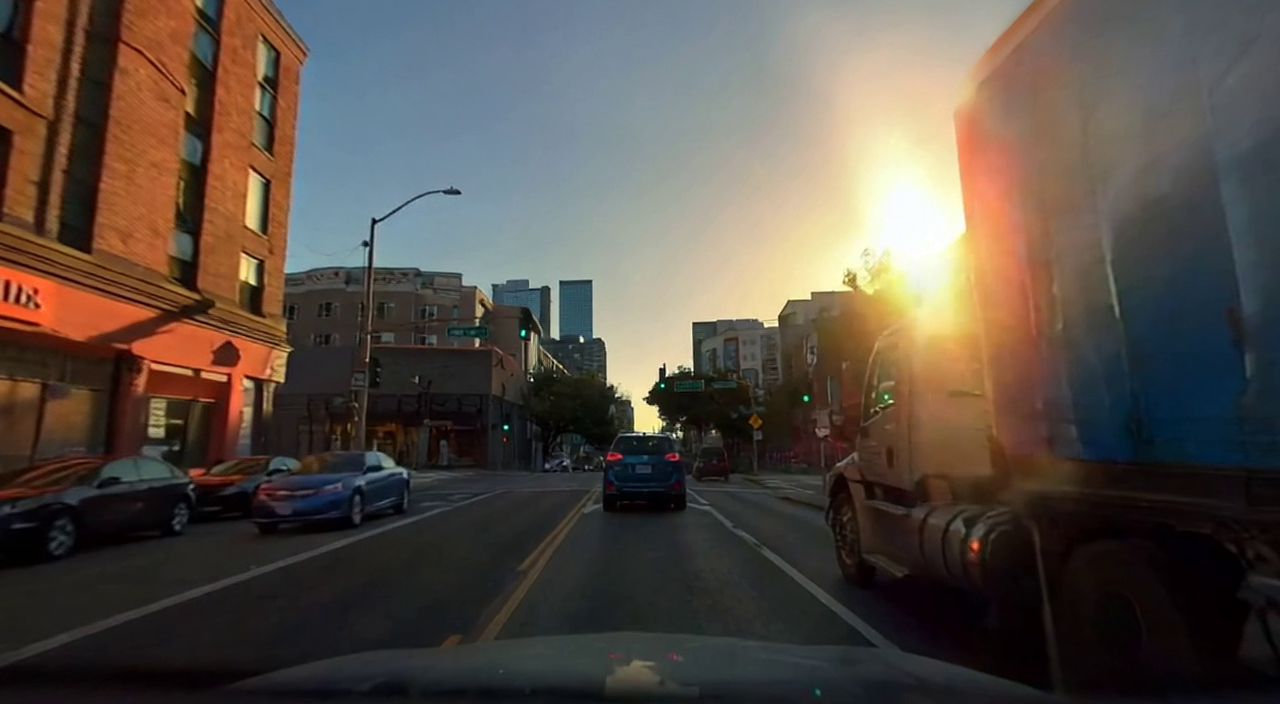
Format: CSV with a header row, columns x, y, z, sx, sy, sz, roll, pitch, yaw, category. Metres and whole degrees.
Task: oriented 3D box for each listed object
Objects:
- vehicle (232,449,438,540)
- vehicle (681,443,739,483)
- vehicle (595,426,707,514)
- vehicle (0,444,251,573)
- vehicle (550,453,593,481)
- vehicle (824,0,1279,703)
x,y,z,sx,sy,sz,roll,pitch,yaw,category
-5.827,2.724,12.877,1.947,1.462,4.640,0,-8,-1,vehicle
3.215,5.190,29.833,2.159,1.696,4.316,0,-8,-1,vehicle
0.265,2.773,15.315,2.283,1.783,4.548,0,-8,1,vehicle
-8.960,2.405,10.607,2.084,1.686,4.422,0,-8,-2,vehicle
-3.995,6.778,37.573,2.152,1.459,4.484,0,-8,0,vehicle
3.313,-0.293,1.070,2.913,3.771,9.716,0,-8,-1,vehicle
